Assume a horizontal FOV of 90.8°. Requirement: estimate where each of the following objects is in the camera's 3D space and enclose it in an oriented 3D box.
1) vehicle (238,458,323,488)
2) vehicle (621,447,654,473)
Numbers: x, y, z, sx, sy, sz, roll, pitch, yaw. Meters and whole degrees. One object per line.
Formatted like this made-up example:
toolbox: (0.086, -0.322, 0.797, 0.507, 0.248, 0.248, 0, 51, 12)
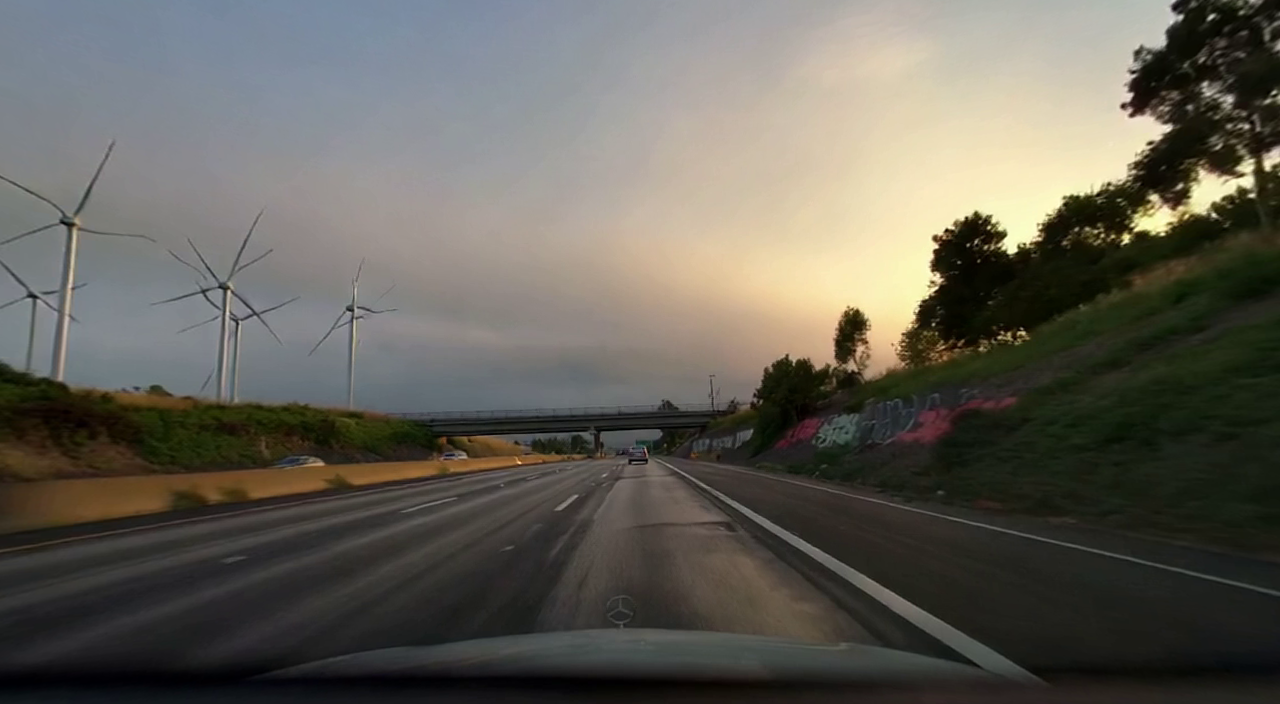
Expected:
vehicle: (-18.671, 6.271, 33.020, 1.822, 1.421, 4.406, 0, -9, 1)
vehicle: (-0.146, 6.640, 38.958, 1.870, 1.481, 4.234, 0, -9, 0)
